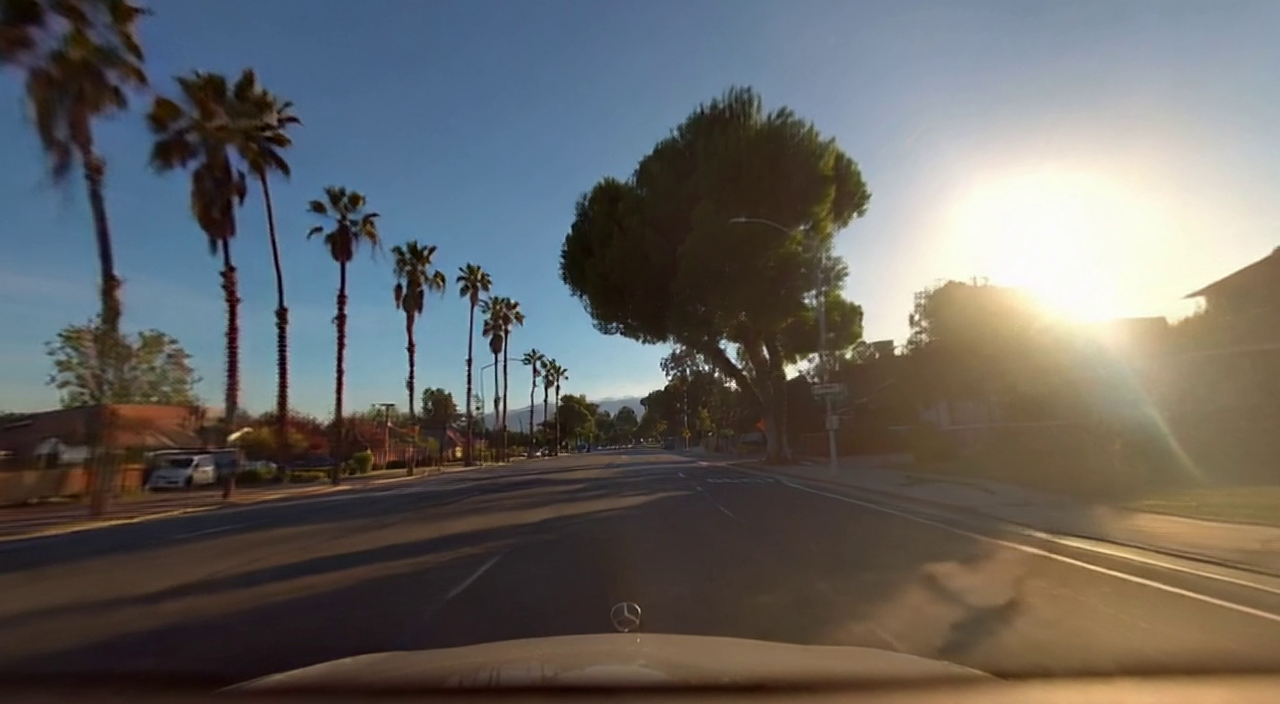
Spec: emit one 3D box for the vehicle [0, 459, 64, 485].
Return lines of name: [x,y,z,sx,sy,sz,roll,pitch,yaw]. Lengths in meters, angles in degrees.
vehicle: [-39.739,7.553,39.880,4.368,1.527,2.276,5,-9,-26]

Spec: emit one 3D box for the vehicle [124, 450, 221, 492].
vehicle: [-25.793,6.544,34.794,5.622,1.769,2.331,-9,-7,31]
